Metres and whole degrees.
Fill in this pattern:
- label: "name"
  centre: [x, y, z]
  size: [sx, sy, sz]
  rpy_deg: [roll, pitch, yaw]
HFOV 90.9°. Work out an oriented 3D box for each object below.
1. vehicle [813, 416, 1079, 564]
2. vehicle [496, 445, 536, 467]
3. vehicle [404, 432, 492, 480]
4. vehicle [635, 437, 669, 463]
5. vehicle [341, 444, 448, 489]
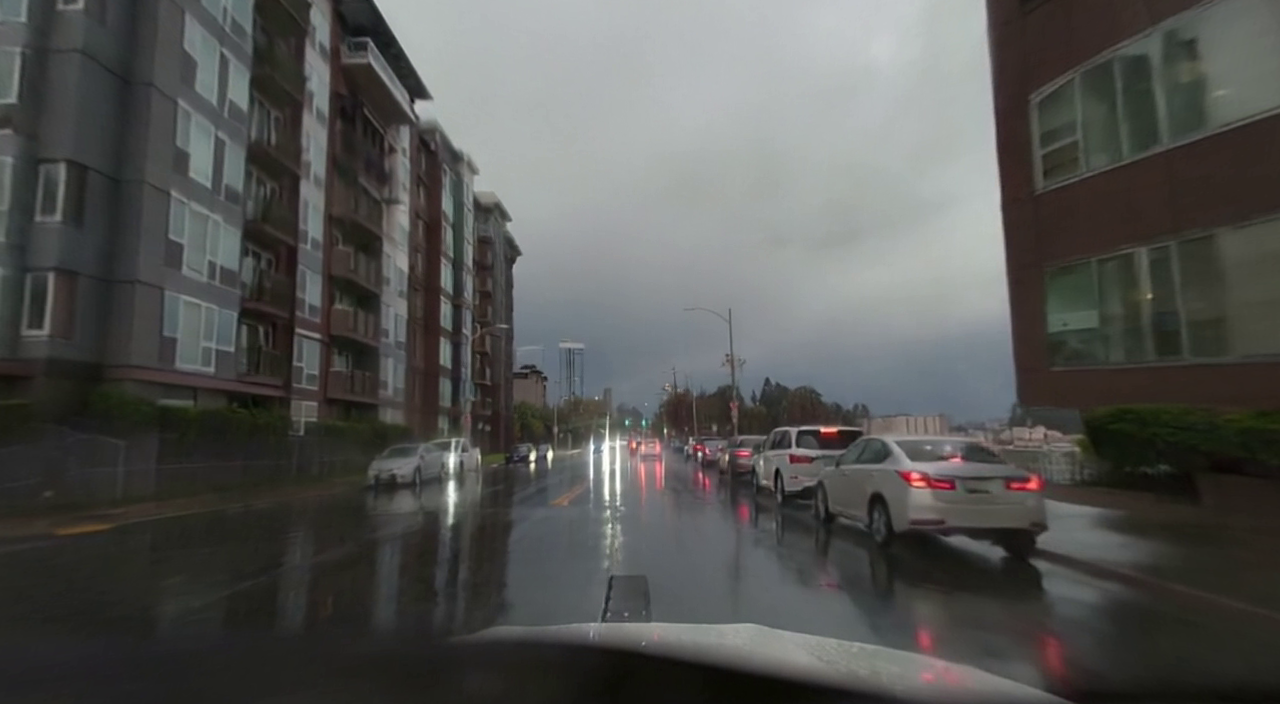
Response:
- label: "vehicle"
  centre: [3.821, 1.754, 8.570]
  size: [1.946, 1.607, 3.082]
  rpy_deg: [0, -8, -2]
- label: "vehicle"
  centre: [-8.856, 7.436, 45.351]
  size: [2.021, 1.474, 4.337]
  rpy_deg: [0, -8, -1]
- label: "vehicle"
  centre: [-8.971, 4.918, 30.127]
  size: [2.457, 2.048, 5.461]
  rpy_deg: [0, -8, 0]
- label: "vehicle"
  centre: [0.815, 6.935, 44.521]
  size: [2.261, 1.740, 4.065]
  rpy_deg: [0, -8, 0]
- label: "vehicle"
  centre: [-9.228, 4.311, 24.187]
  size: [2.089, 1.549, 4.597]
  rpy_deg: [-1, -8, 2]
